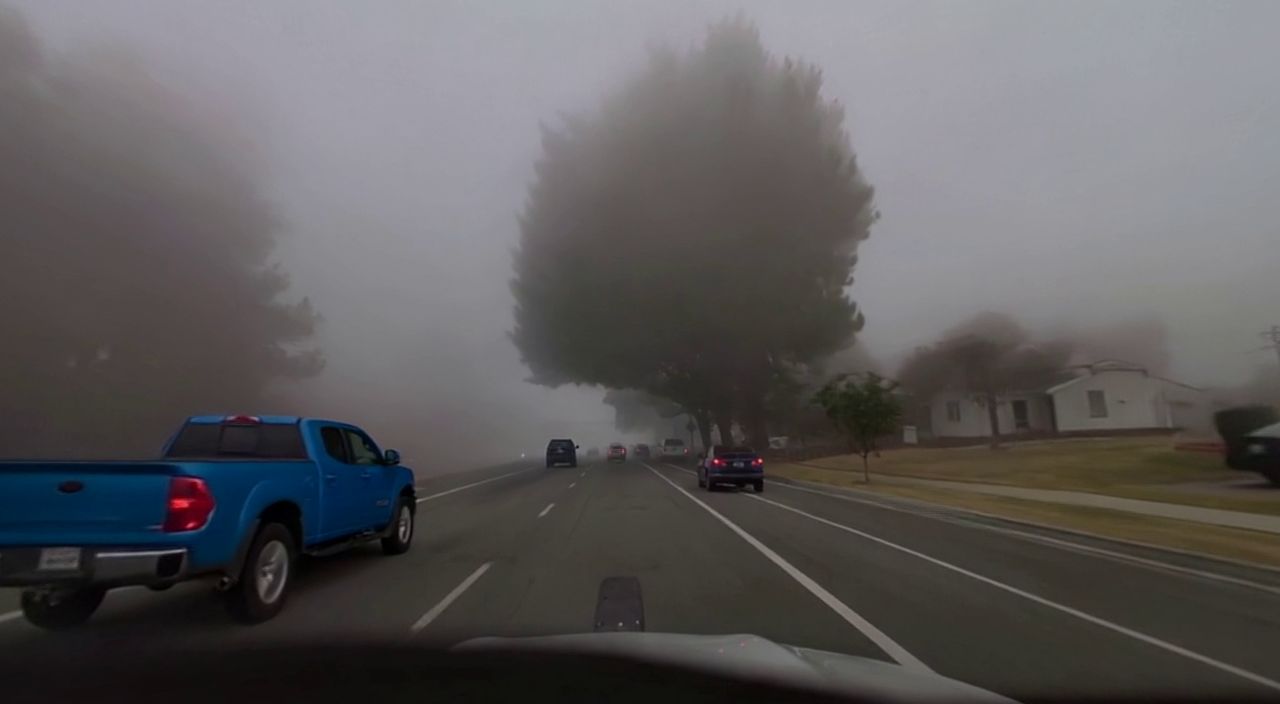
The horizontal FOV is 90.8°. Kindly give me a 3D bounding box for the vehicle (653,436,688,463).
[{"bbox_3d":[2.158,7.130,46.223,2.099,1.845,4.363,0,-8,-3],"label":"vehicle"}]

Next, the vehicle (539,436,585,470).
[{"bbox_3d":[-4.500,5.877,37.053,2.218,1.829,4.492,0,-8,-1],"label":"vehicle"}]

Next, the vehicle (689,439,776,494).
[{"bbox_3d":[2.672,3.394,19.208,1.884,1.463,4.195,0,-8,-2],"label":"vehicle"}]

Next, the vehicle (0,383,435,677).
[{"bbox_3d":[-4.029,1.425,6.471,2.111,1.745,5.274,0,-8,-1],"label":"vehicle"}]
